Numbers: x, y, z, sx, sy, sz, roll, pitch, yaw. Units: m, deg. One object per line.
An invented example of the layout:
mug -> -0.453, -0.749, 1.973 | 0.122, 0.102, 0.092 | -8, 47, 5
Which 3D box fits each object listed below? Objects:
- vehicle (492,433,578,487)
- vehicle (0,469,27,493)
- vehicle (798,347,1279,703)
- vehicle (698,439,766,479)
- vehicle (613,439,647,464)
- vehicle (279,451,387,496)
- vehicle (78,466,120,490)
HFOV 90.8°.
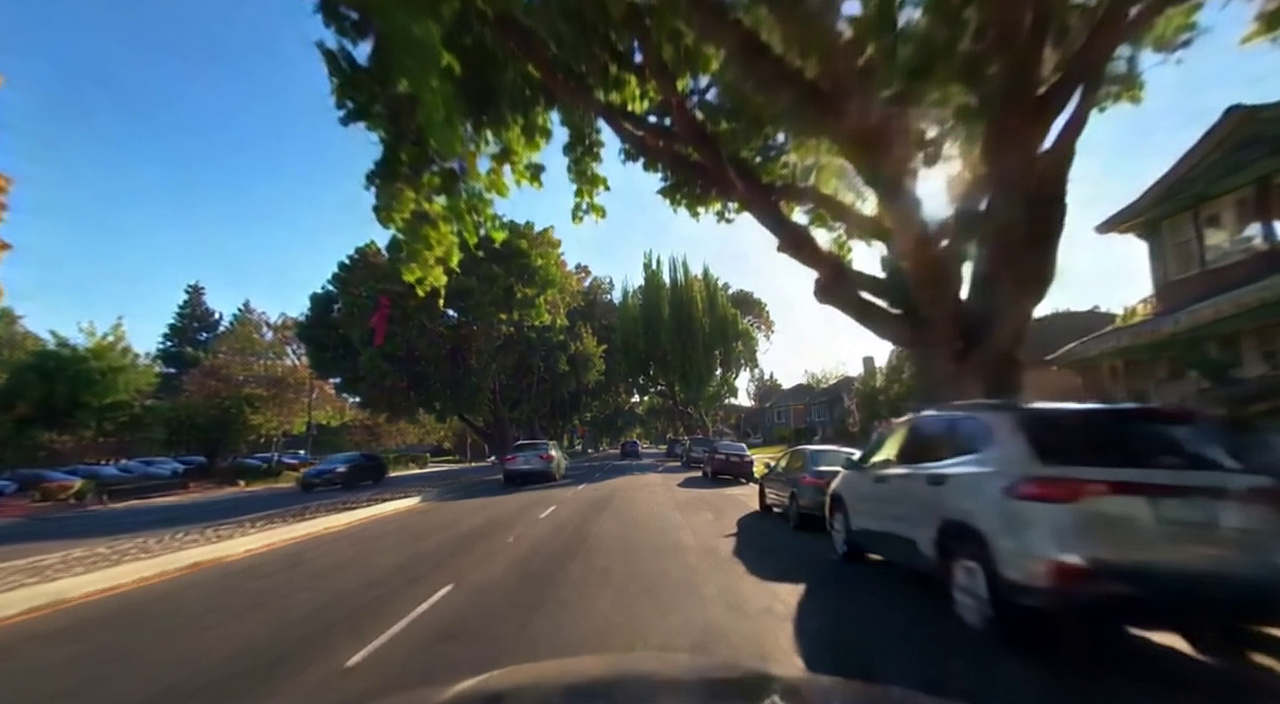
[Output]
vehicle -> -3.520, 3.725, 22.163 | 2.129, 1.668, 4.722 | 0, -8, 1
vehicle -> -47.054, 9.512, 46.658 | 1.913, 1.469, 4.399 | 6, -10, -37
vehicle -> 3.227, 1.284, 5.896 | 2.090, 1.839, 5.495 | 0, -8, 0
vehicle -> 3.641, 4.329, 25.912 | 2.019, 1.495, 4.755 | 0, -8, -1
vehicle -> -0.618, 6.559, 41.885 | 2.142, 1.548, 4.273 | 0, -8, 0
vehicle -> -11.826, 4.674, 24.686 | 2.167, 1.497, 4.256 | 0, -8, -2
vehicle -> -39.837, 9.274, 46.637 | 2.034, 1.481, 4.931 | 6, -10, -38
